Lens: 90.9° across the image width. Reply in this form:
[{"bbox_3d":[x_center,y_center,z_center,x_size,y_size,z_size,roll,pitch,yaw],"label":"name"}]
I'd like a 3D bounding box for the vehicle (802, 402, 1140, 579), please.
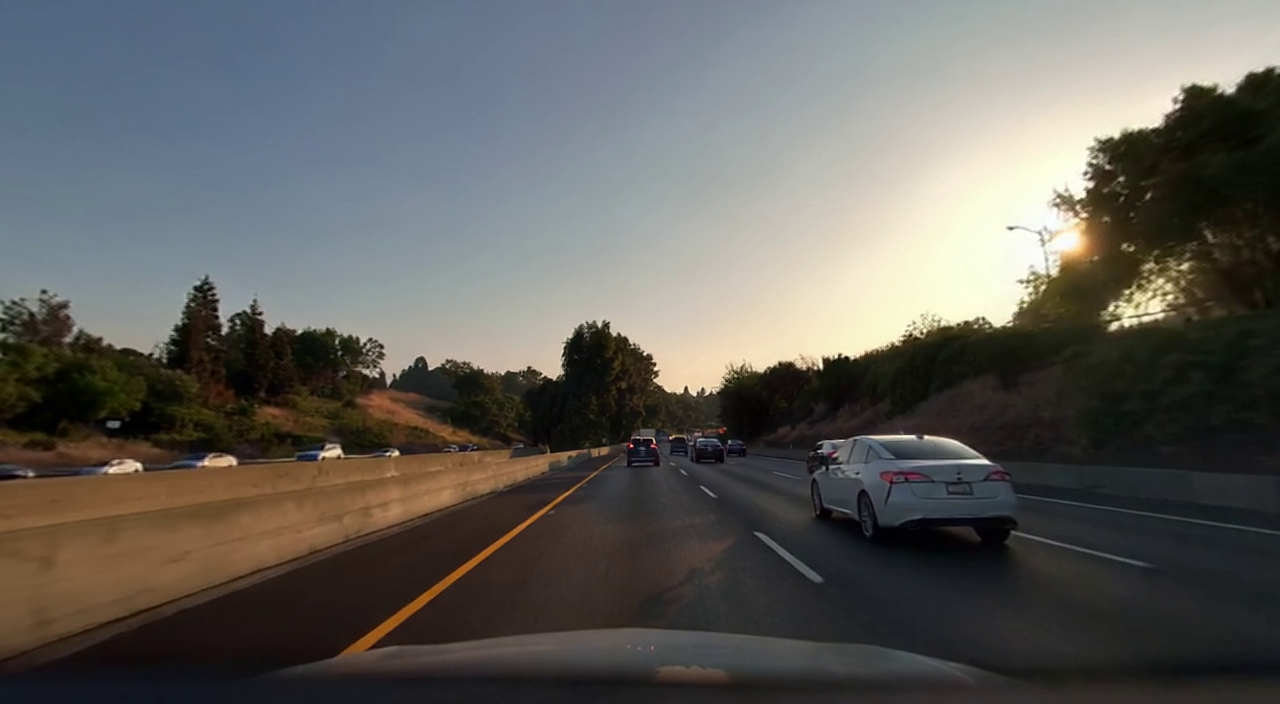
[{"bbox_3d":[3.736,1.639,8.292,2.003,1.661,4.418,0,-8,0],"label":"vehicle"}]

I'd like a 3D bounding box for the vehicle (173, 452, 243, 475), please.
[{"bbox_3d":[-31.055,7.995,45.508,1.827,1.460,4.552,0,-8,0],"label":"vehicle"}]

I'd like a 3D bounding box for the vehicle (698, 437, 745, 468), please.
[{"bbox_3d":[4.201,5.245,33.017,1.825,1.487,4.034,0,-8,-1],"label":"vehicle"}]

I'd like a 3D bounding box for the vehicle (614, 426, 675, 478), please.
[{"bbox_3d":[0.162,3.897,24.856,2.189,1.852,4.038,0,-8,0],"label":"vehicle"}]
